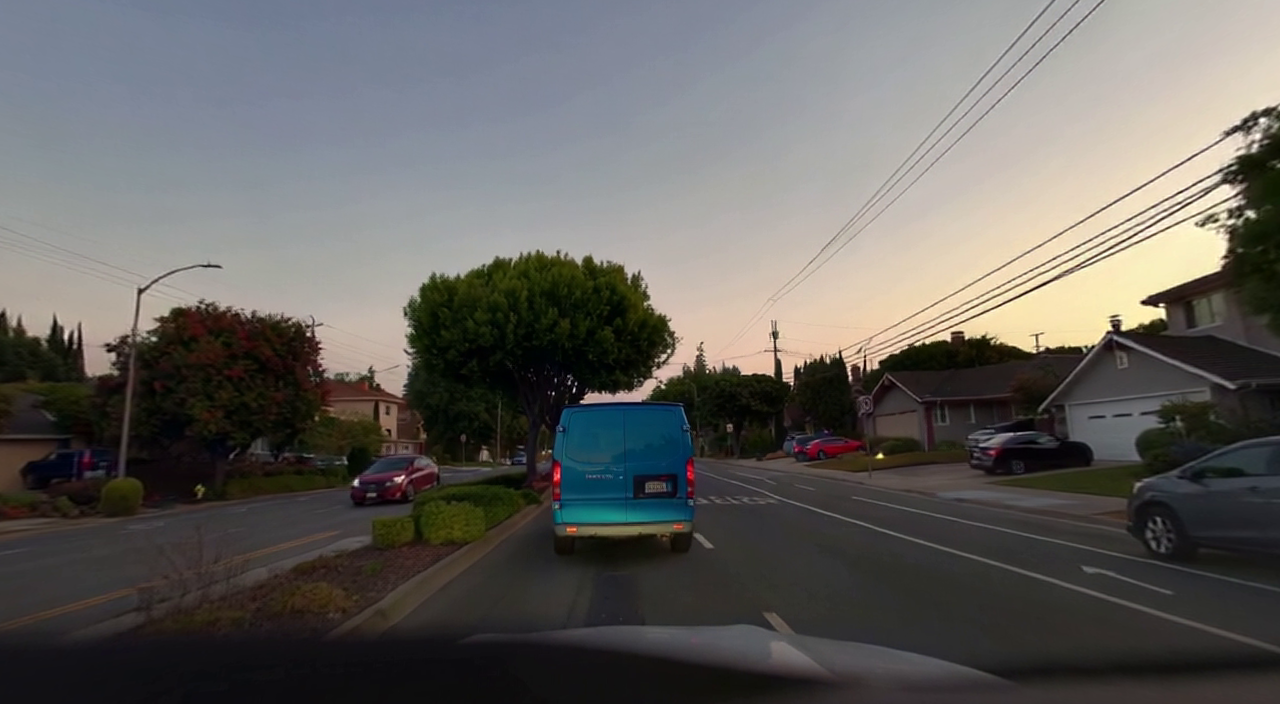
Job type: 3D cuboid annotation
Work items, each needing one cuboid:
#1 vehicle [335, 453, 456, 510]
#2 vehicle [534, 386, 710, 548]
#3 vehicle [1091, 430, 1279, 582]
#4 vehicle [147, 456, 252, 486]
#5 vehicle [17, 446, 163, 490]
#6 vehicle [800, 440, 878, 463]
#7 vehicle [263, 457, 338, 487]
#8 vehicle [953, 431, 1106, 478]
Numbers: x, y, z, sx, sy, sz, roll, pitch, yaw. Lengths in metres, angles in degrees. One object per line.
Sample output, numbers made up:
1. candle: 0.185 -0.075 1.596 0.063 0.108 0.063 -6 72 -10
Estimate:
1. vehicle: -7.397 3.930 19.659 1.962 1.481 4.434 0 -9 0
2. vehicle: -0.369 1.896 10.965 2.342 2.142 4.809 0 -9 -3
3. vehicle: 7.328 1.586 6.660 1.883 1.504 4.220 0 -9 -2
4. vehicle: -27.470 7.396 39.502 4.972 1.776 2.057 0 -9 -1
5. vehicle: -26.946 5.679 31.113 5.026 2.017 2.215 0 -9 -1
6. vehicle: 13.086 6.580 41.732 4.483 1.463 1.805 0 -9 -1
7. vehicle: -18.479 6.540 34.567 1.816 1.445 4.120 0 -9 0
8. vehicle: 13.125 3.466 21.472 3.916 1.517 1.887 0 -9 -2
